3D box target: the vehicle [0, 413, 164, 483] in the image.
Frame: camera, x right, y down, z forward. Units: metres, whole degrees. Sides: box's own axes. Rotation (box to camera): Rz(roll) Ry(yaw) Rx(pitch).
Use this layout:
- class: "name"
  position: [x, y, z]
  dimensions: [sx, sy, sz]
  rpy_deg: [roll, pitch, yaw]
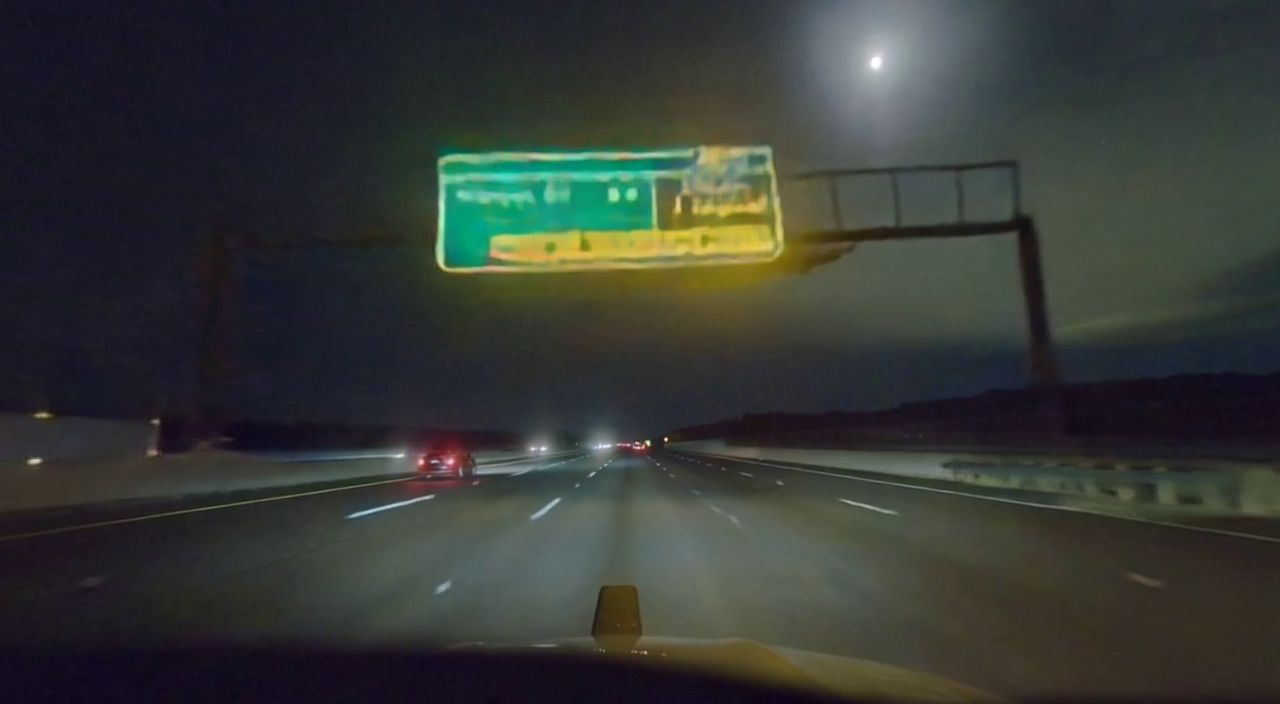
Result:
- class: "vehicle"
  position: [-36.229, 6.247, 41.245]
  dimensions: [2.855, 4.018, 9.391]
  rpy_deg: [0, -8, -1]

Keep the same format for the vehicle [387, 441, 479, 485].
- class: "vehicle"
  position: [-8.065, 4.348, 25.136]
  dimensions: [2.005, 1.545, 4.874]
  rpy_deg: [0, -8, 0]
